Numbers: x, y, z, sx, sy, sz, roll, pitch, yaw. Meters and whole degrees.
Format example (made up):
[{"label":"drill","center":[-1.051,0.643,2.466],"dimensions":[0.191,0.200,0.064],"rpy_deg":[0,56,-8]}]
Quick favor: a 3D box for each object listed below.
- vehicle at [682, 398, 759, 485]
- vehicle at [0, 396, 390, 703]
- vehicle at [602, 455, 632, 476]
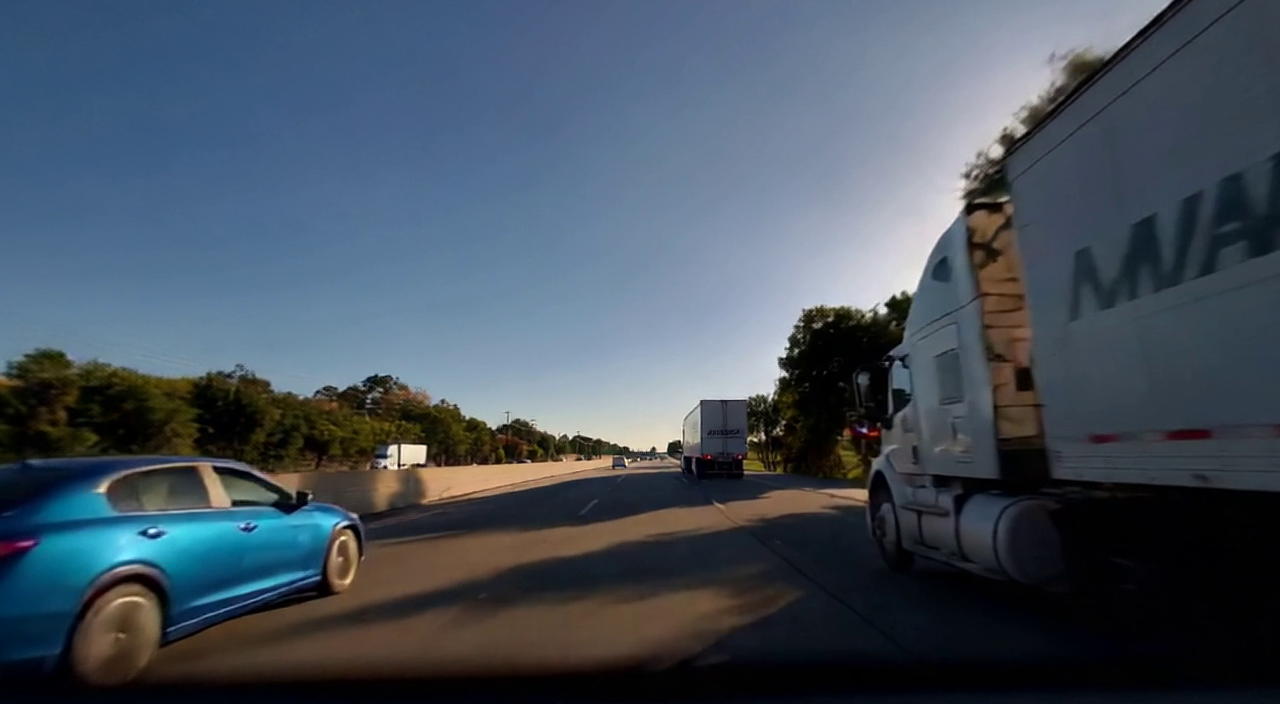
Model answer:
[{"label":"vehicle","center":[4.212,5.315,36.410],"dimensions":[2.832,4.034,13.924],"rpy_deg":[0,-9,1]},{"label":"vehicle","center":[-3.429,1.177,3.872],"dimensions":[1.945,1.537,4.294],"rpy_deg":[0,-9,1]},{"label":"vehicle","center":[-1.665,8.373,46.830],"dimensions":[1.935,1.470,4.063],"rpy_deg":[0,-9,1]}]
